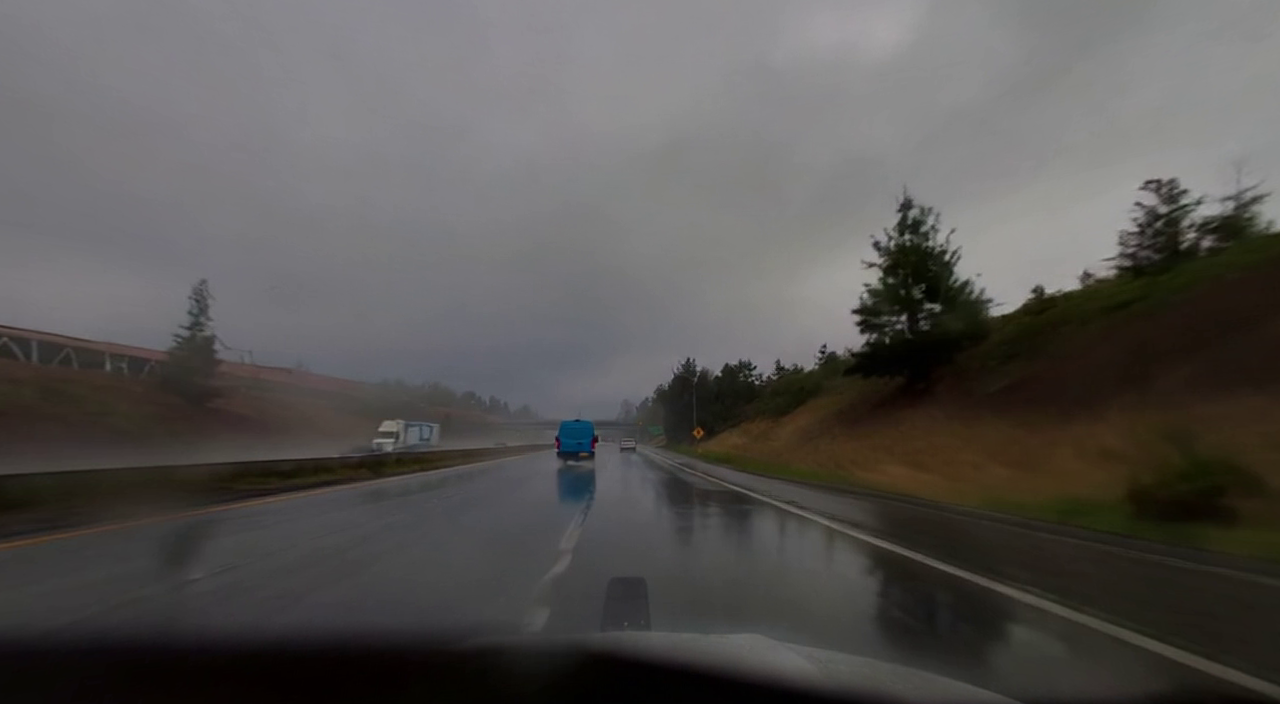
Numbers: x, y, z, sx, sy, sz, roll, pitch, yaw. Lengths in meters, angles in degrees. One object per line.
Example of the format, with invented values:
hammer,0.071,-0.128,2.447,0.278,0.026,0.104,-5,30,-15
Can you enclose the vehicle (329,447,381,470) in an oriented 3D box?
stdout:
vehicle,-20.023,7.450,44.354,1.775,1.489,4.267,0,-8,-2

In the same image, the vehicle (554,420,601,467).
vehicle,-3.527,5.288,36.318,2.329,2.483,5.428,0,-8,-2
